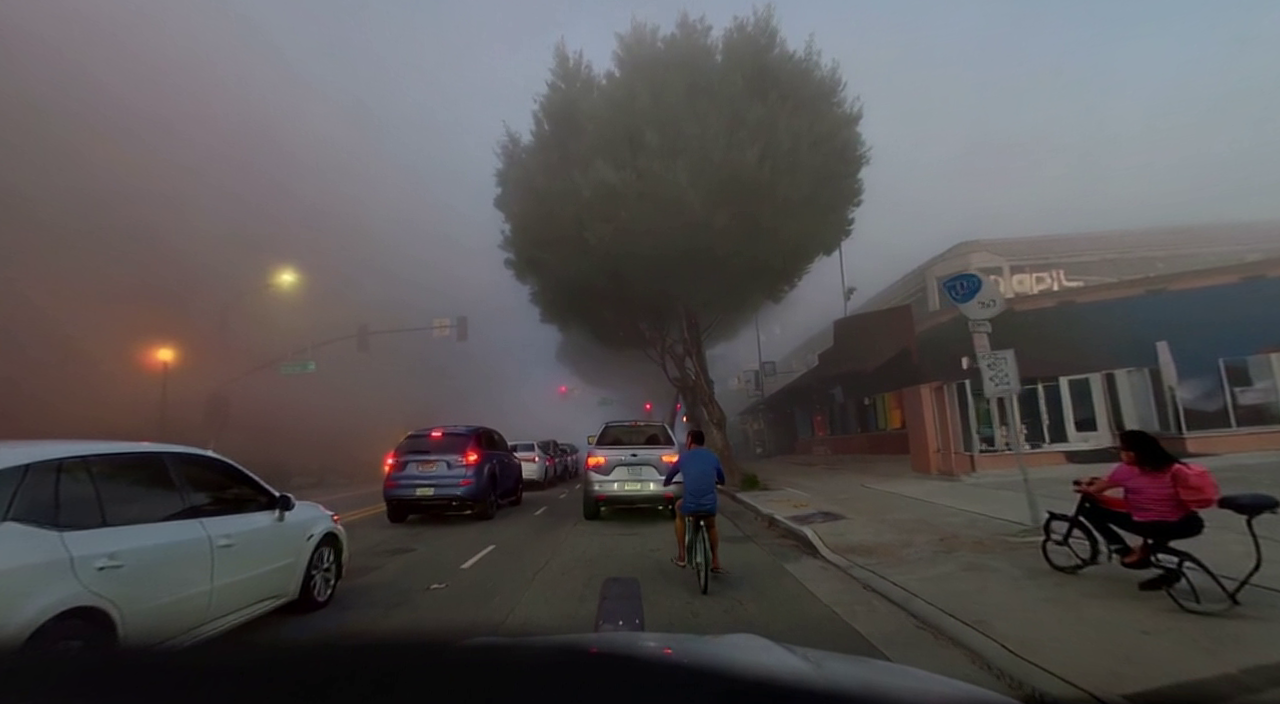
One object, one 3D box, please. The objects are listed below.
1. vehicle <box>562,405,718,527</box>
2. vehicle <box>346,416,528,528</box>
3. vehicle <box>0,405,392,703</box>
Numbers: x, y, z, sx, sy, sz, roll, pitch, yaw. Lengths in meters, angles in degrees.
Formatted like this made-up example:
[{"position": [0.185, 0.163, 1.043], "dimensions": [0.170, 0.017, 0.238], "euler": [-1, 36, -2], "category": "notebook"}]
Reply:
[{"position": [-0.049, 2.159, 12.457], "dimensions": [2.426, 1.882, 5.027], "euler": [0, -9, -1], "category": "vehicle"}, {"position": [-3.609, 2.237, 12.286], "dimensions": [2.046, 1.750, 4.452], "euler": [0, -9, 0], "category": "vehicle"}, {"position": [-3.584, 1.235, 4.295], "dimensions": [2.064, 1.486, 4.140], "euler": [0, -9, 1], "category": "vehicle"}]
